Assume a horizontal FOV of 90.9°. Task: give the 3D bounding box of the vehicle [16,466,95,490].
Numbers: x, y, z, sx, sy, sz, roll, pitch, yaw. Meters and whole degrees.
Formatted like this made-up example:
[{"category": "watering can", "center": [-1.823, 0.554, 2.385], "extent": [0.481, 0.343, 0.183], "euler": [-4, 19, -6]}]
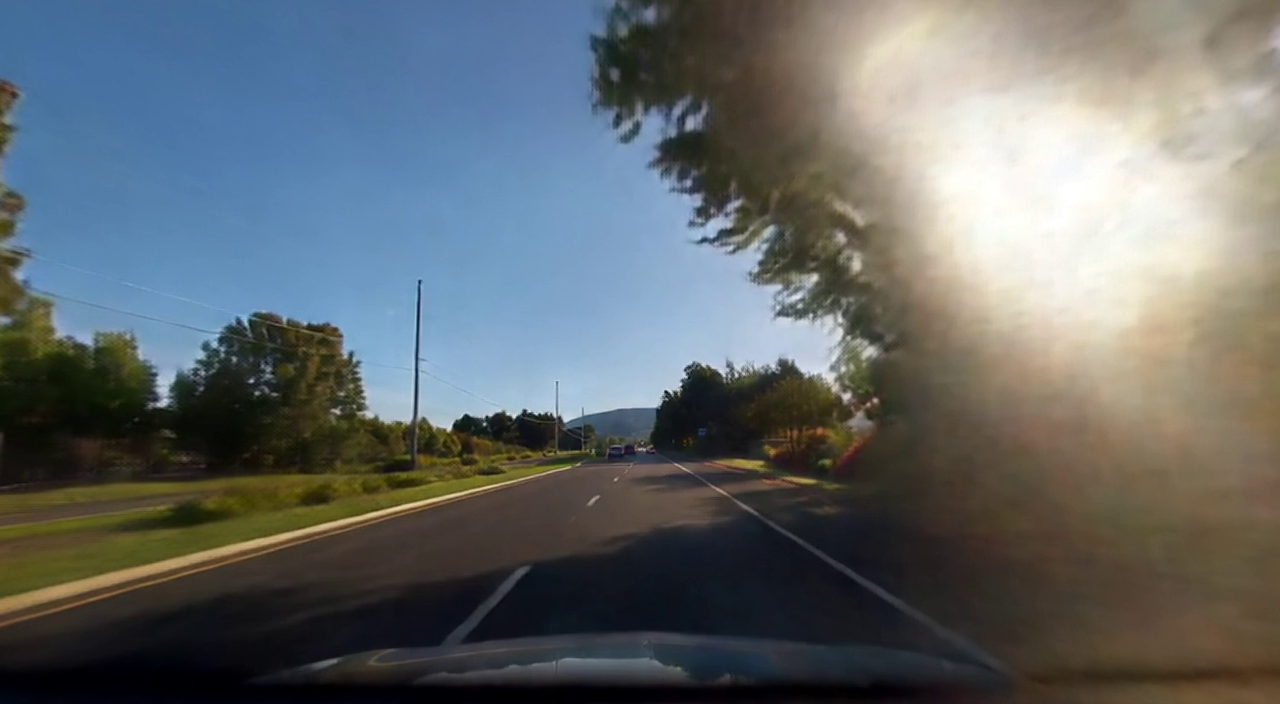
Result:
[{"category": "vehicle", "center": [-42.846, 9.241, 46.310], "extent": [1.724, 1.514, 3.874], "euler": [-1, -9, 8]}]
